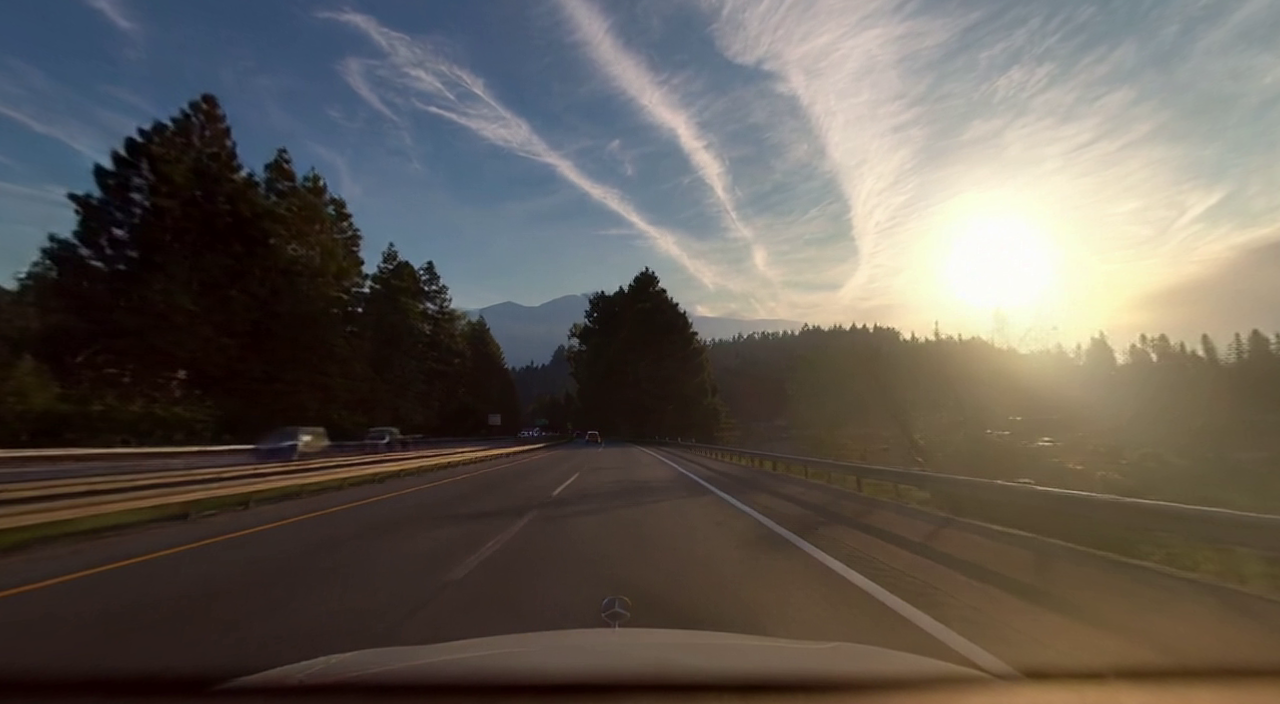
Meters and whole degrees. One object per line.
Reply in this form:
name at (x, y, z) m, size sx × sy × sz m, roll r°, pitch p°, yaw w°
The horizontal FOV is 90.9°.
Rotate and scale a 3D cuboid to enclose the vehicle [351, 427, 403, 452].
vehicle at (-18.367, 6.138, 44.261) m, size 1.835 × 1.601 × 4.326 m, roll 0°, pitch -8°, yaw -1°
